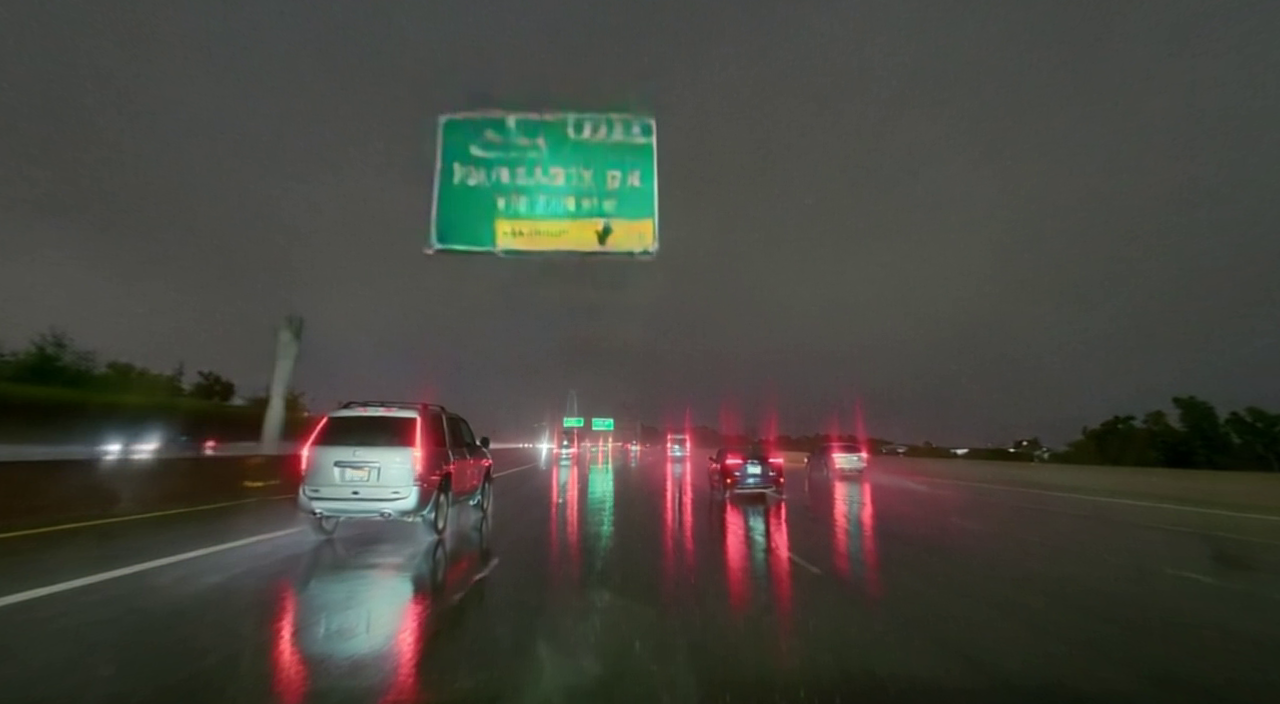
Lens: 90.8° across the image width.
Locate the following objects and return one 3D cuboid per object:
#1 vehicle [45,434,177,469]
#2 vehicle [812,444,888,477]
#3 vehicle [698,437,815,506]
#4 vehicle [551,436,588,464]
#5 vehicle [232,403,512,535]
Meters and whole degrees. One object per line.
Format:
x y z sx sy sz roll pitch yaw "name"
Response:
-22.327 4.224 26.931 1.923 1.375 4.408 0 -8 -2 "vehicle"
10.352 5.357 31.538 2.105 1.496 4.393 0 -8 -2 "vehicle"
2.811 3.010 16.376 2.053 1.510 4.400 0 -8 -2 "vehicle"
-4.872 6.869 44.154 2.149 1.843 4.348 0 -8 -2 "vehicle"
-4.389 2.083 11.890 2.684 1.839 5.803 0 -8 1 "vehicle"
